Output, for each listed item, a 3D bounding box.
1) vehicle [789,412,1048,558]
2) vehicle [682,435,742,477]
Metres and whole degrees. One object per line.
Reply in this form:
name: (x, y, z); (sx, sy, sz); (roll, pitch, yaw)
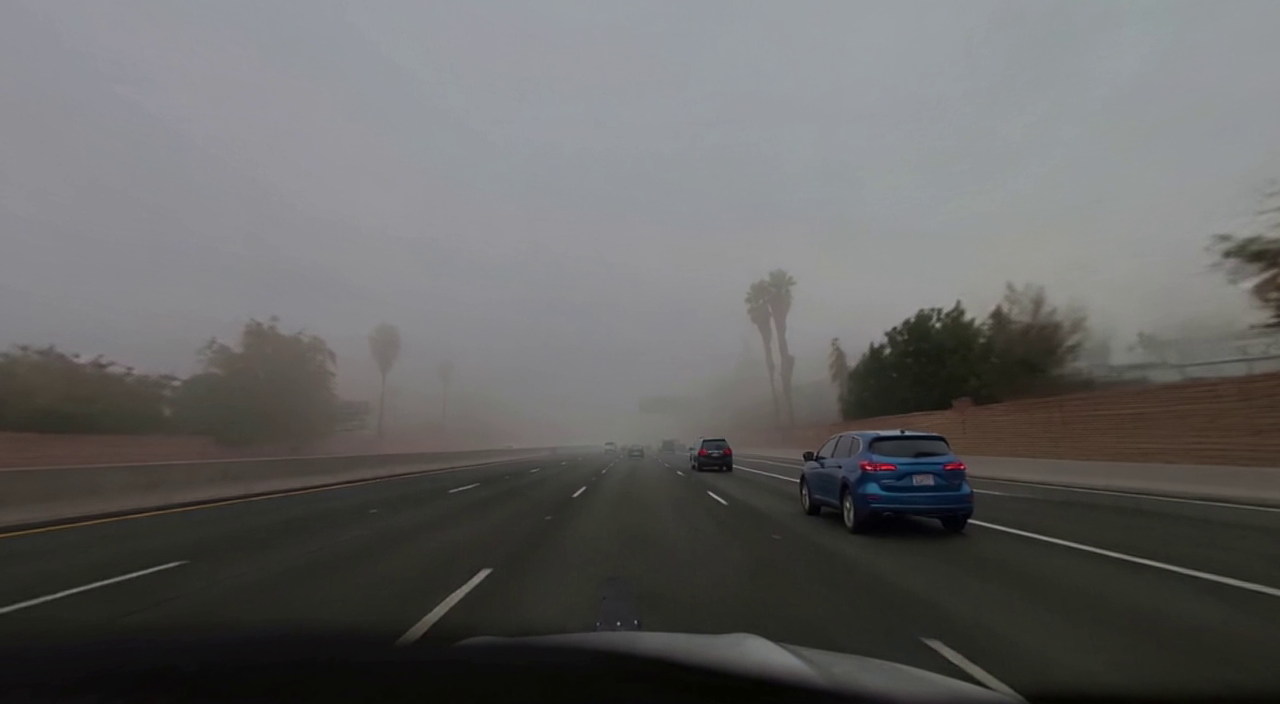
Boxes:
vehicle: (3.771, 1.871, 9.575); (1.910, 1.696, 4.187); (0, -8, -1)
vehicle: (3.108, 4.618, 28.245); (2.045, 1.688, 4.313); (0, -9, -2)
